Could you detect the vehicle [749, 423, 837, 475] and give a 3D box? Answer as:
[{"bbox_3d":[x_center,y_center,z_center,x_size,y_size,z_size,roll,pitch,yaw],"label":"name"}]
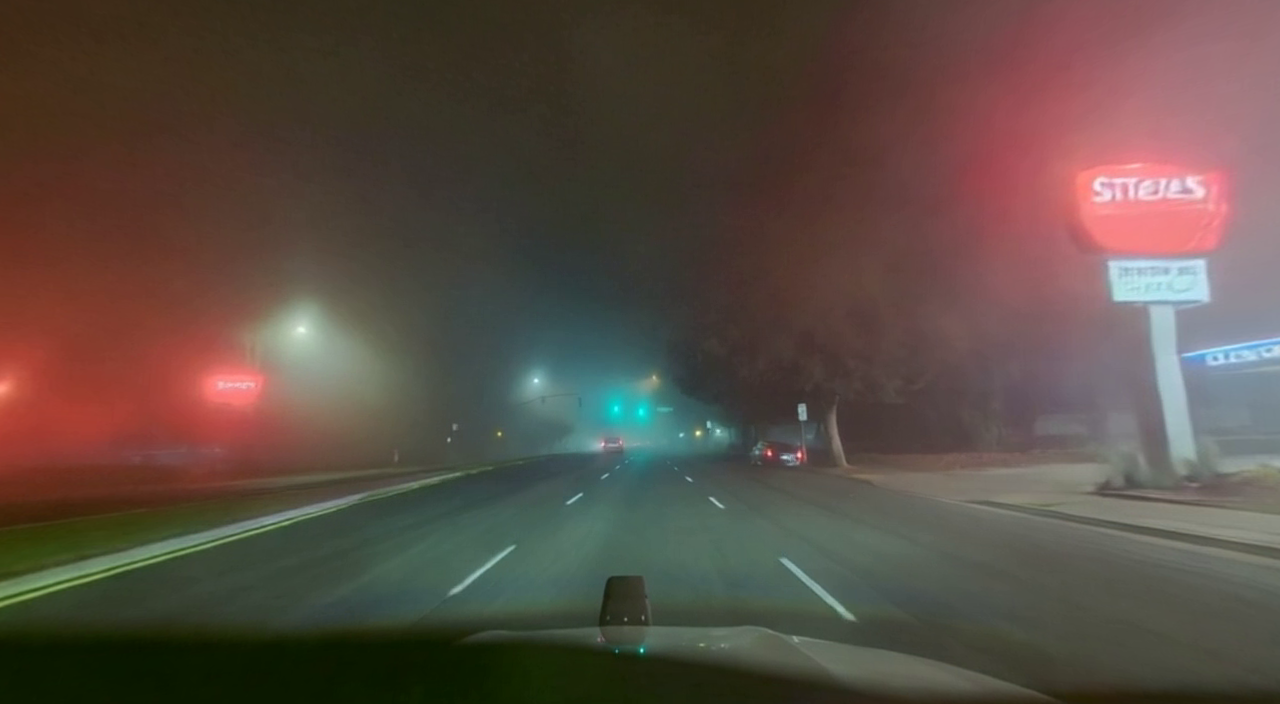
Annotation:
[{"bbox_3d":[7.489,4.892,31.826,2.764,2.327,6.492,0,-8,0],"label":"vehicle"}]
